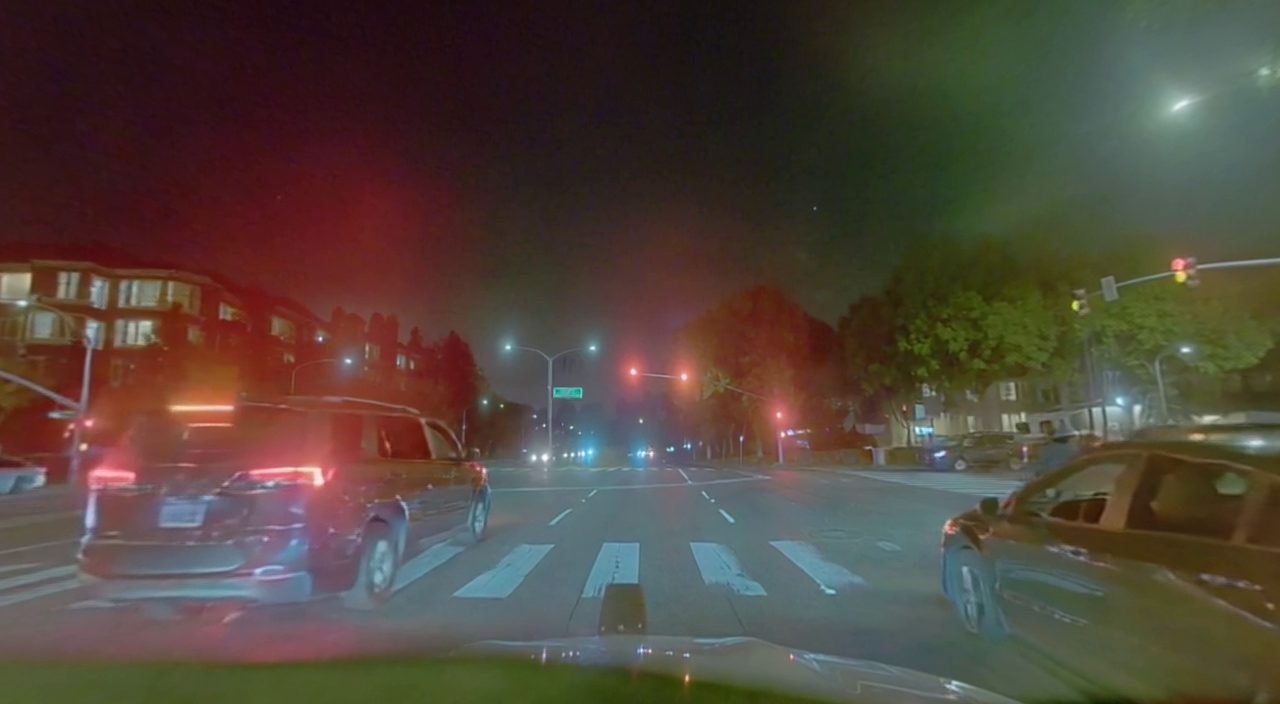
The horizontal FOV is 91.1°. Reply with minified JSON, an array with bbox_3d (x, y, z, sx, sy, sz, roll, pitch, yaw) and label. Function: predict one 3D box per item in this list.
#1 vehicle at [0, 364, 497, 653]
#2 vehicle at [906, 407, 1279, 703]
[{"bbox_3d":[-3.250,1.381,6.696,2.231,1.898,4.985,0,-8,0],"label":"vehicle"},{"bbox_3d":[3.131,1.014,2.733,1.990,1.454,4.490,0,-8,0],"label":"vehicle"}]
